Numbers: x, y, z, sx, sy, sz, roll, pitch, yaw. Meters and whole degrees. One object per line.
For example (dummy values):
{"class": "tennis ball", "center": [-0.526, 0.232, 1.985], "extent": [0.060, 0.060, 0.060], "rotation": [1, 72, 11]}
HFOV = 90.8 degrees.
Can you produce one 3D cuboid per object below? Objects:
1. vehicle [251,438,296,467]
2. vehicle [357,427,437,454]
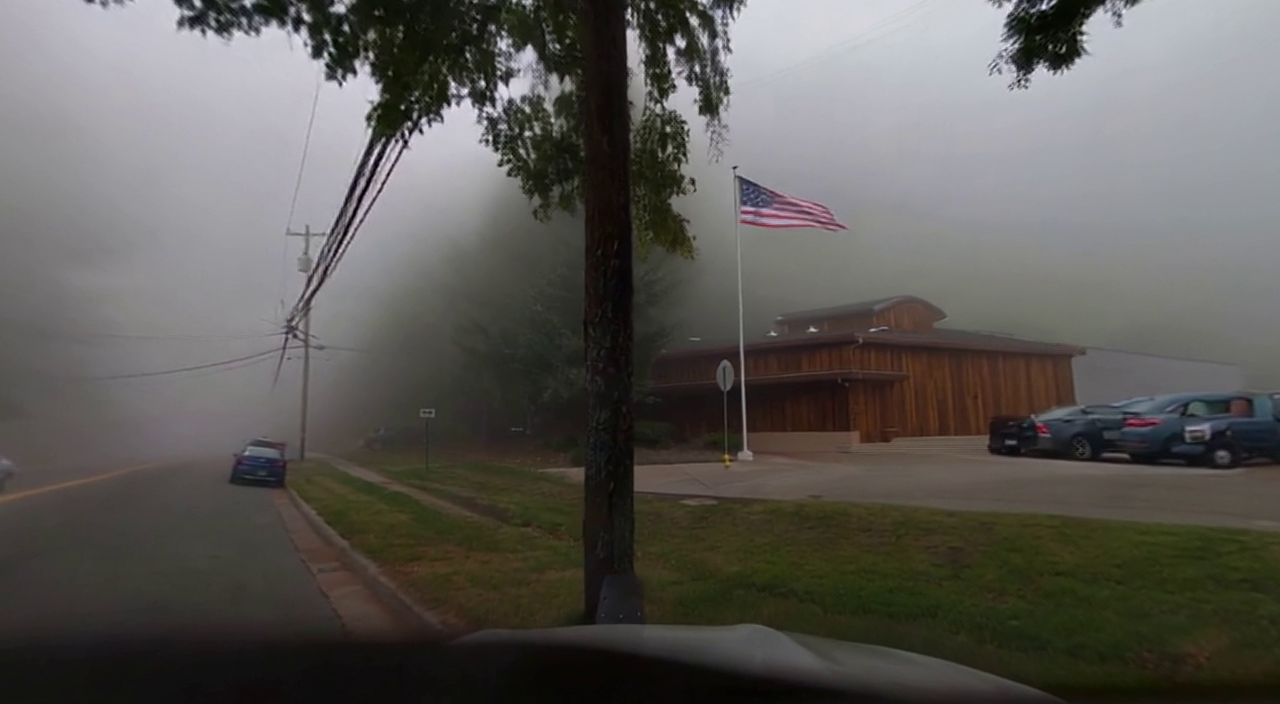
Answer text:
{"class": "vehicle", "center": [-20.187, 5.520, 34.833], "extent": [1.941, 1.460, 4.206], "rotation": [5, -10, -30]}
{"class": "vehicle", "center": [-16.630, 6.068, 43.311], "extent": [4.767, 1.735, 1.920], "rotation": [5, -10, -31]}
